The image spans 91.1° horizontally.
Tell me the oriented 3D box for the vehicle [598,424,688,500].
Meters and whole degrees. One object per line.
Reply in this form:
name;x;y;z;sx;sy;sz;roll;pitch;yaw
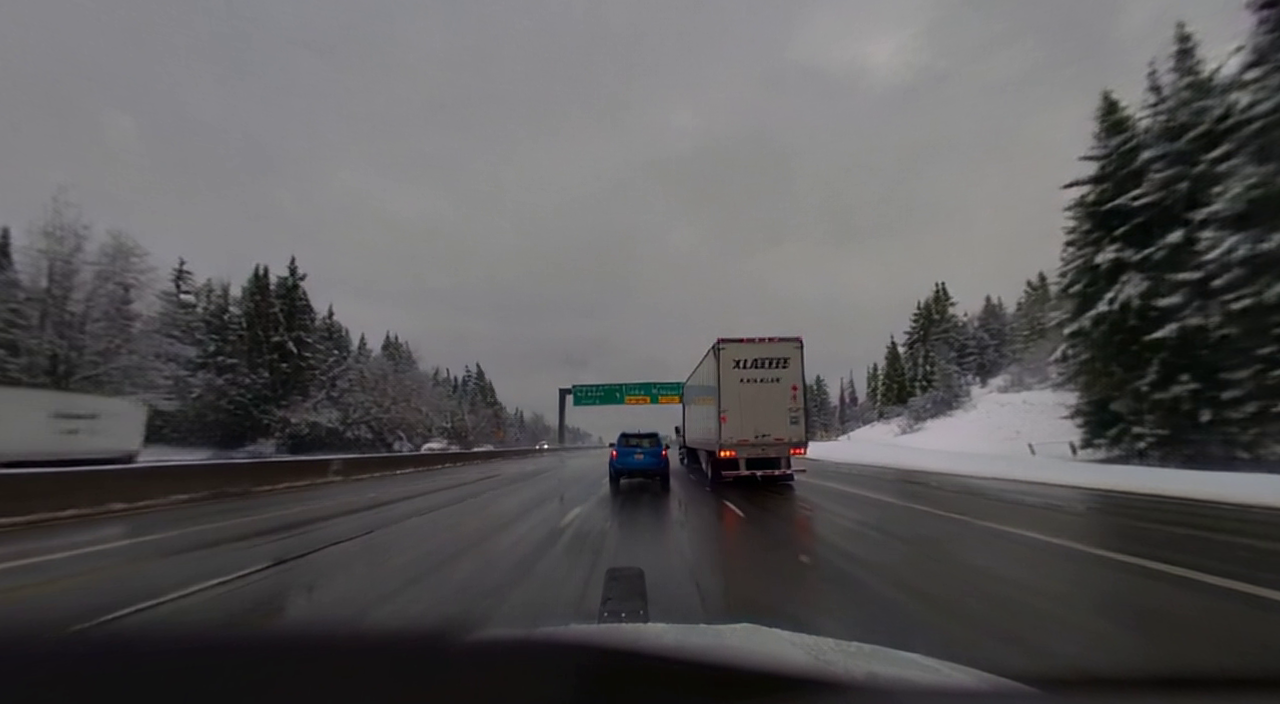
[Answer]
vehicle;0.069;2.838;16.553;2.054;1.706;4.201;0;-8;0

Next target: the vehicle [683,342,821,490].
vehicle;3.652;2.934;25.545;2.909;4.135;15.820;0;-8;1

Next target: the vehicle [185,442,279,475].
vehicle;-21.953;5.721;34.022;1.933;1.640;4.625;0;-8;1

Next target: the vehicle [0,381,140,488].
vehicle;-25.974;3.175;24.079;2.899;4.036;12.950;0;-8;0
